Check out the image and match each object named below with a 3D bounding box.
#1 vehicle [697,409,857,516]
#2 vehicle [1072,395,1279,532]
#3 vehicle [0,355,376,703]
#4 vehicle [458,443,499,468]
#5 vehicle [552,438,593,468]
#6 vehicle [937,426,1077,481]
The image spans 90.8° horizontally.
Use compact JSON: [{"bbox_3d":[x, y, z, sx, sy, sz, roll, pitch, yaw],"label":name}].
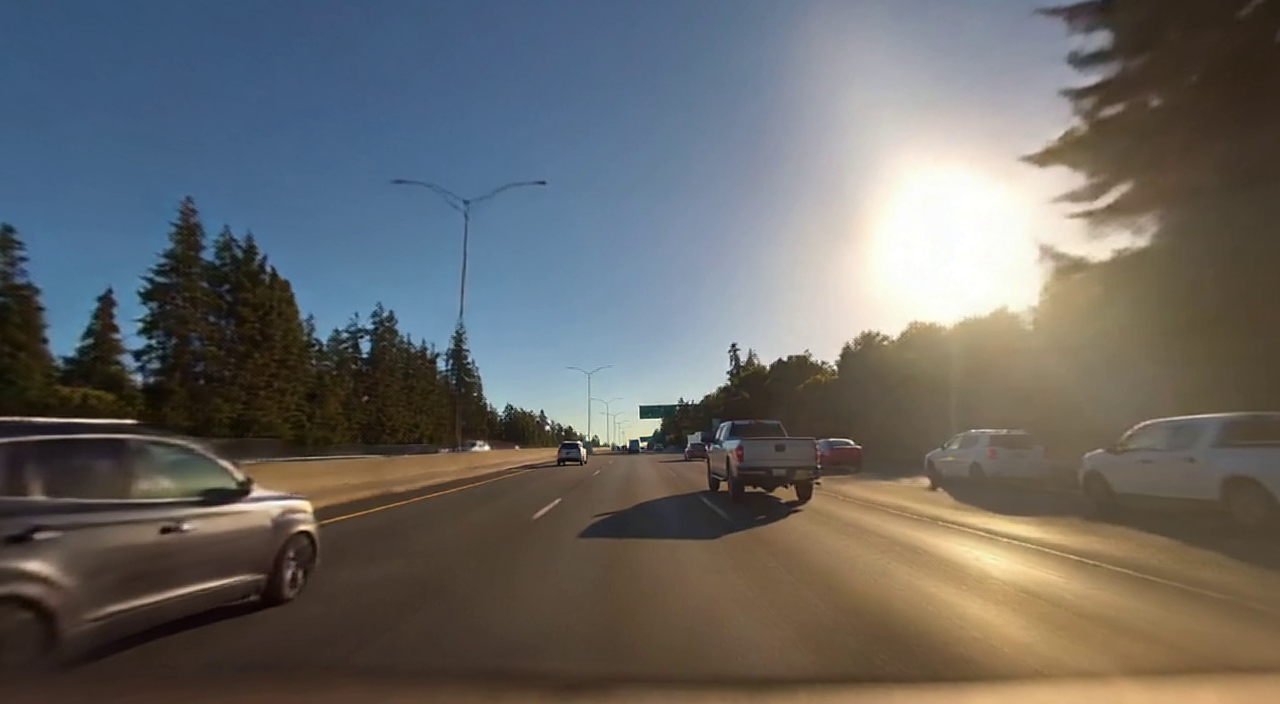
[{"bbox_3d":[2.685,2.374,14.055,2.200,1.870,5.649,0,-8,-1],"label":"vehicle"},{"bbox_3d":[9.876,1.764,10.221,2.046,1.873,5.131,0,-8,-1],"label":"vehicle"},{"bbox_3d":[-3.576,1.041,3.771,2.119,1.654,4.353,0,-8,0],"label":"vehicle"},{"bbox_3d":[-9.133,5.877,36.002,1.426,1.346,3.208,0,-8,1],"label":"vehicle"},{"bbox_3d":[-3.932,5.993,37.664,1.992,1.651,4.185,0,-8,0],"label":"vehicle"},{"bbox_3d":[13.162,3.678,23.116,2.076,1.799,4.871,0,-8,-1],"label":"vehicle"}]
